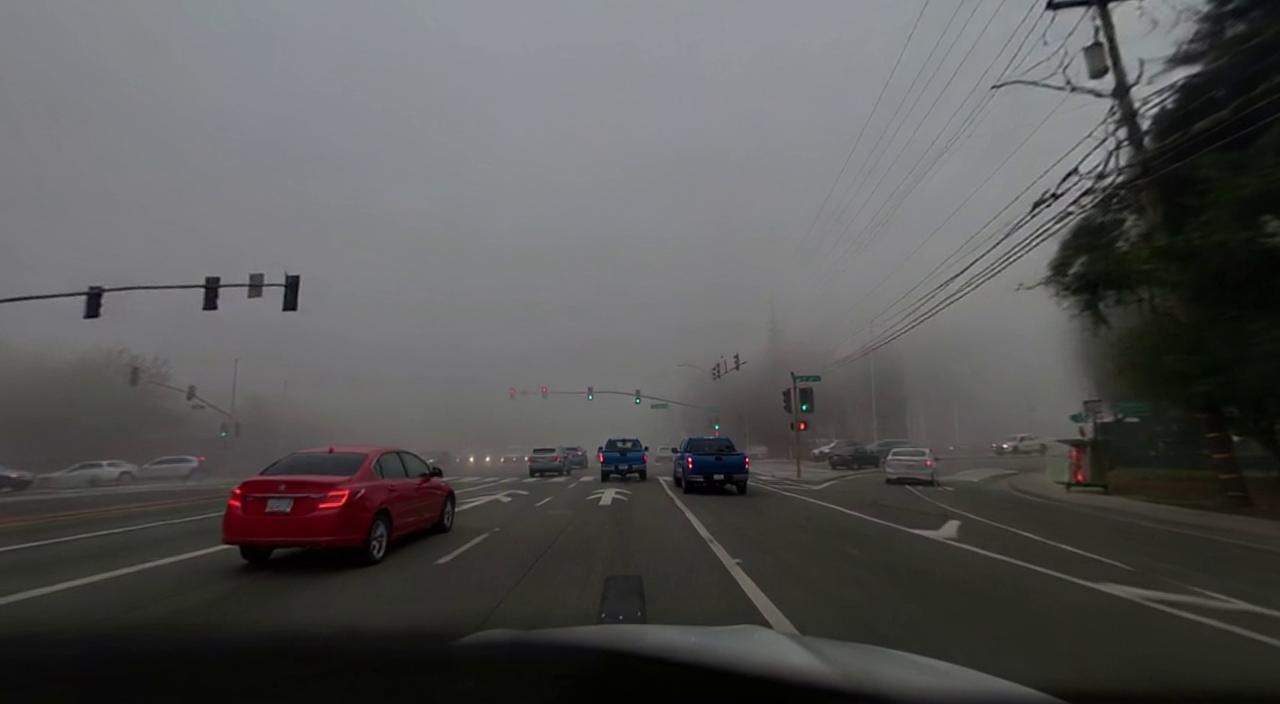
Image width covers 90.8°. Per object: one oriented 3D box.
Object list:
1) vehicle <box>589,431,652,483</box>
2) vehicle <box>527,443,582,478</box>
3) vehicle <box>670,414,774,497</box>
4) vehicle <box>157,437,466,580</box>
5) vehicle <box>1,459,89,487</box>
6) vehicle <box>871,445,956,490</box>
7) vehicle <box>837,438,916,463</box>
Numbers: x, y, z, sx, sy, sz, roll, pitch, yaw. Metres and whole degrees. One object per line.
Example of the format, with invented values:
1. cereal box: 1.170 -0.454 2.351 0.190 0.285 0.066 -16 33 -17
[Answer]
1. vehicle: -0.784 4.849 29.452 2.643 2.145 5.585 0 -8 1
2. vehicle: -4.433 5.710 33.543 2.273 1.749 4.385 0 -8 1
3. vehicle: 2.819 3.861 23.955 2.905 2.636 6.895 0 -9 -1
4. vehicle: -4.095 1.991 8.974 1.939 1.494 4.499 0 -8 0
5. vehicle: -43.766 8.863 46.484 4.527 1.966 2.156 -1 -9 7
6. vehicle: 9.711 4.090 22.806 2.212 1.466 4.126 -3 -9 15
7. vehicle: 16.955 7.090 45.401 4.782 1.768 2.152 2 -9 -12
